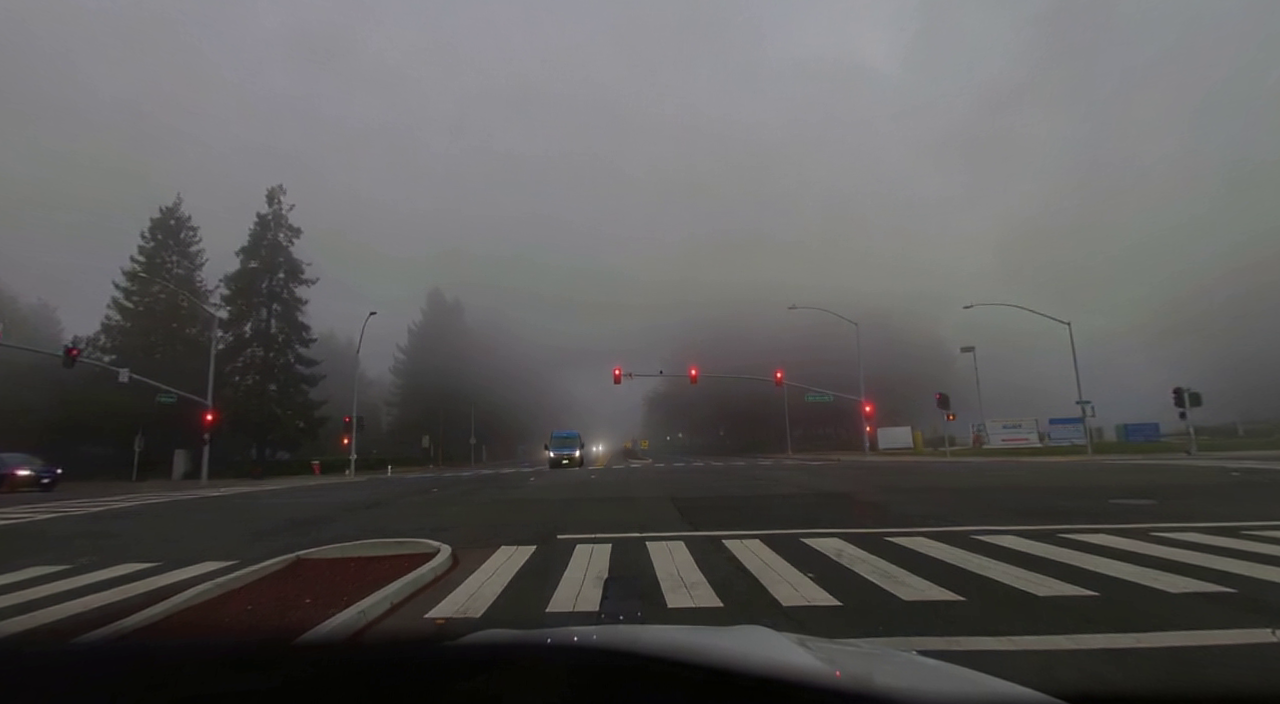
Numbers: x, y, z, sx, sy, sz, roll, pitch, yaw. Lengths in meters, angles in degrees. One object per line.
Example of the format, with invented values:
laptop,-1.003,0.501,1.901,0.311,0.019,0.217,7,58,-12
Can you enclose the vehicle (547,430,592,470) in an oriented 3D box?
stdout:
vehicle,-4.525,6.373,41.280,2.465,2.404,5.791,0,-8,-2
